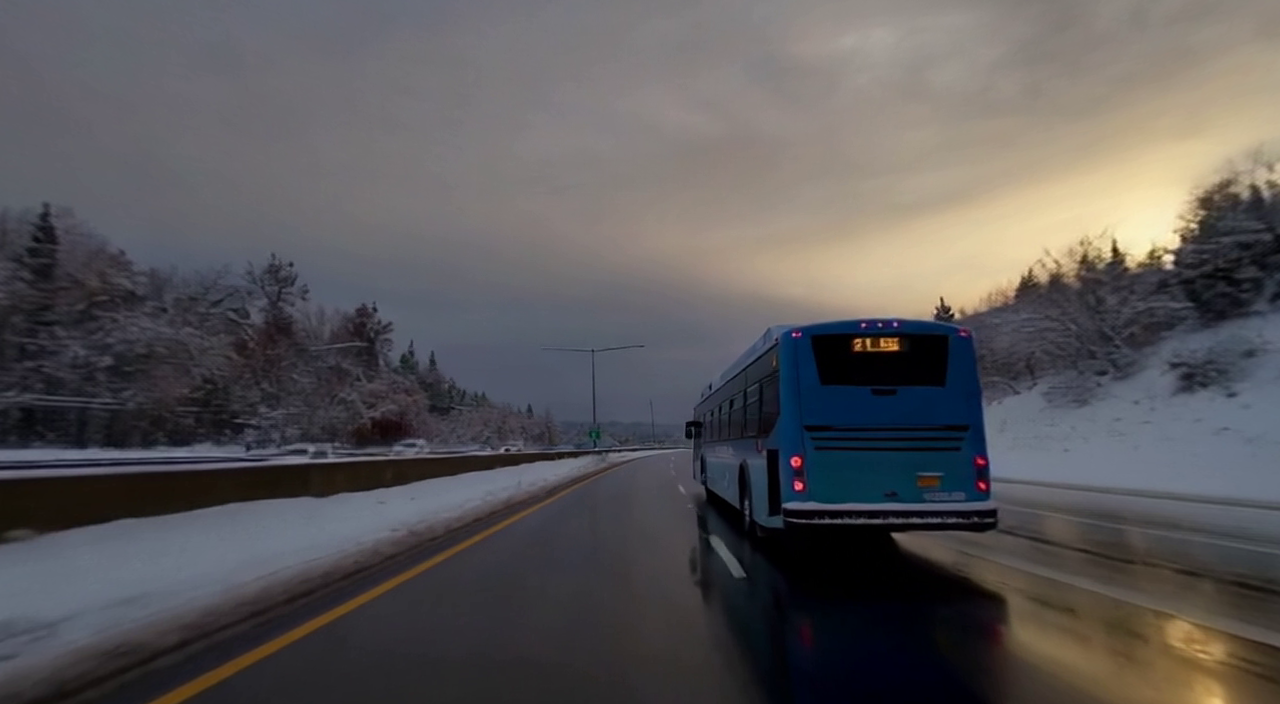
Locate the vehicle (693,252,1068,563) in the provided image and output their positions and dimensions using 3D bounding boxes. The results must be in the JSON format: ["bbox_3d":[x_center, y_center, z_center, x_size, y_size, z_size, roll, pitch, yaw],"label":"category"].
[{"bbox_3d":[3.310,1.662,14.539,3.144,3.580,14.591,0,-8,1],"label":"vehicle"}]

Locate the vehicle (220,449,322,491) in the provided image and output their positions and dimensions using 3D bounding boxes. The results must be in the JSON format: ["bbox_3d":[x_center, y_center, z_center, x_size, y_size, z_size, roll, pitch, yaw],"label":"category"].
[{"bbox_3d":[-14.775,4.710,25.574,1.733,1.512,3.902,0,-8,0],"label":"vehicle"}]
